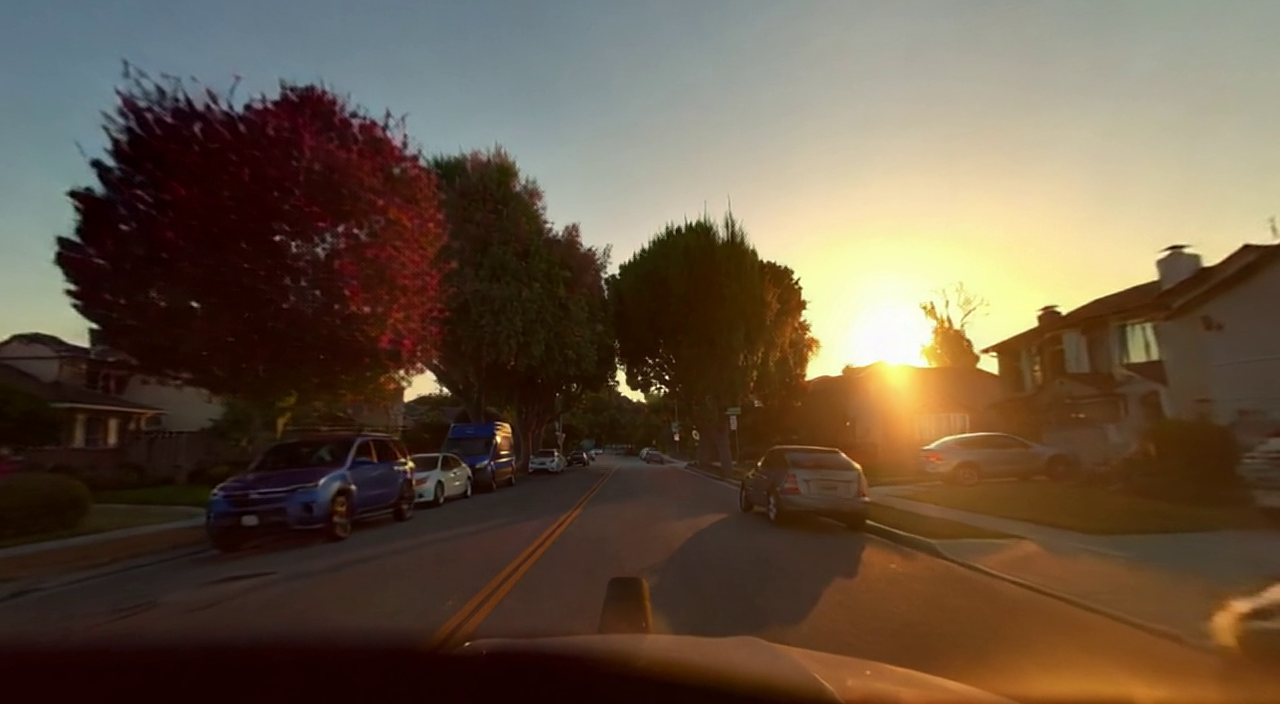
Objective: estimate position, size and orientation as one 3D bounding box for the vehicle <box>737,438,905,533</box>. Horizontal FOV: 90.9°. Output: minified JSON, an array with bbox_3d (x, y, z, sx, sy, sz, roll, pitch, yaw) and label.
[{"bbox_3d":[3.275,2.496,12.488,1.945,1.514,4.552,0,-8,0],"label":"vehicle"}]

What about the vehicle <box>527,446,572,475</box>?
[{"bbox_3d":[-5.187,6.283,36.741,2.038,1.571,4.524,0,-8,-1],"label":"vehicle"}]

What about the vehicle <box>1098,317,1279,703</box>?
[{"bbox_3d":[3.040,0.540,0.307,2.172,1.764,4.685,0,-8,2],"label":"vehicle"}]

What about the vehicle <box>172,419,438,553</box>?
[{"bbox_3d":[-5.424,2.205,11.133,2.090,1.855,4.494,0,-8,2],"label":"vehicle"}]

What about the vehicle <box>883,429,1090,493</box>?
[{"bbox_3d":[9.218,2.916,17.054,4.365,1.597,2.112,1,-8,-5],"label":"vehicle"}]
